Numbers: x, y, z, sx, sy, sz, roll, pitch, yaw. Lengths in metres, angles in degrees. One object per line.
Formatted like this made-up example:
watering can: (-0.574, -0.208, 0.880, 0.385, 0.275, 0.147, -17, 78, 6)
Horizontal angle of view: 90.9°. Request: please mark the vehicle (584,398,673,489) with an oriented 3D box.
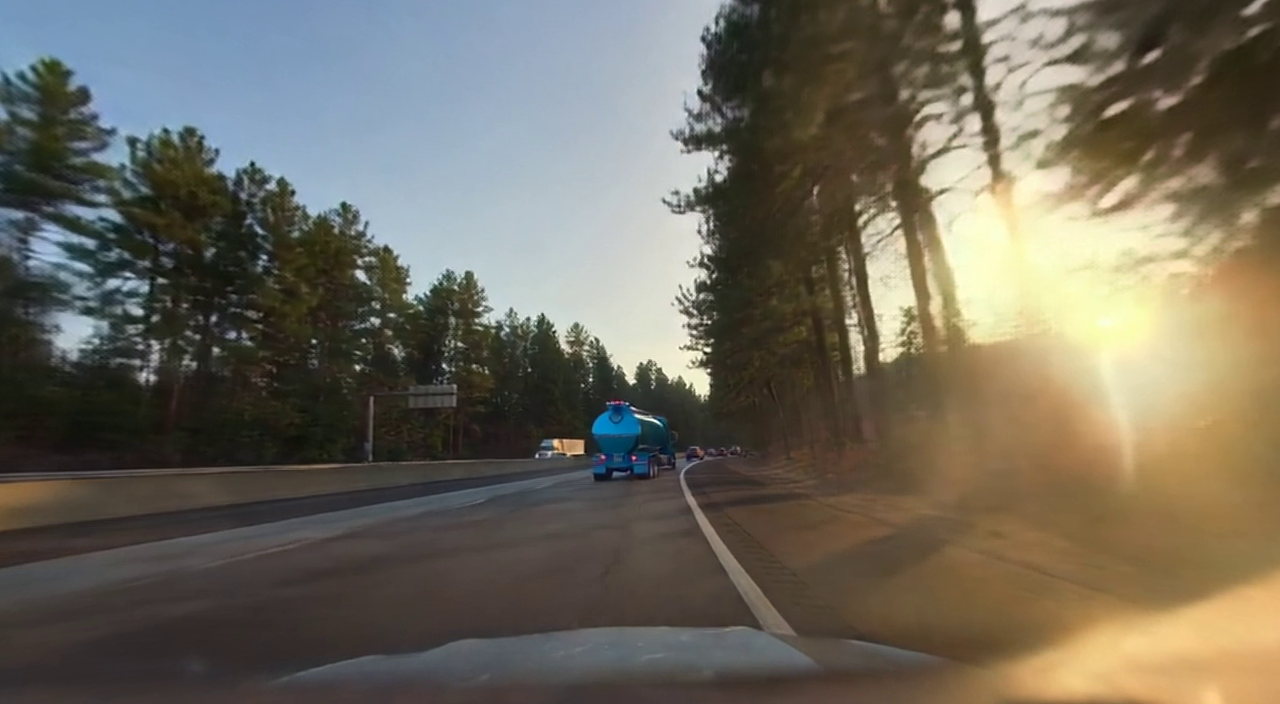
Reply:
vehicle: (-0.134, 4.747, 32.838, 2.907, 3.747, 13.318, -1, -8, 6)
